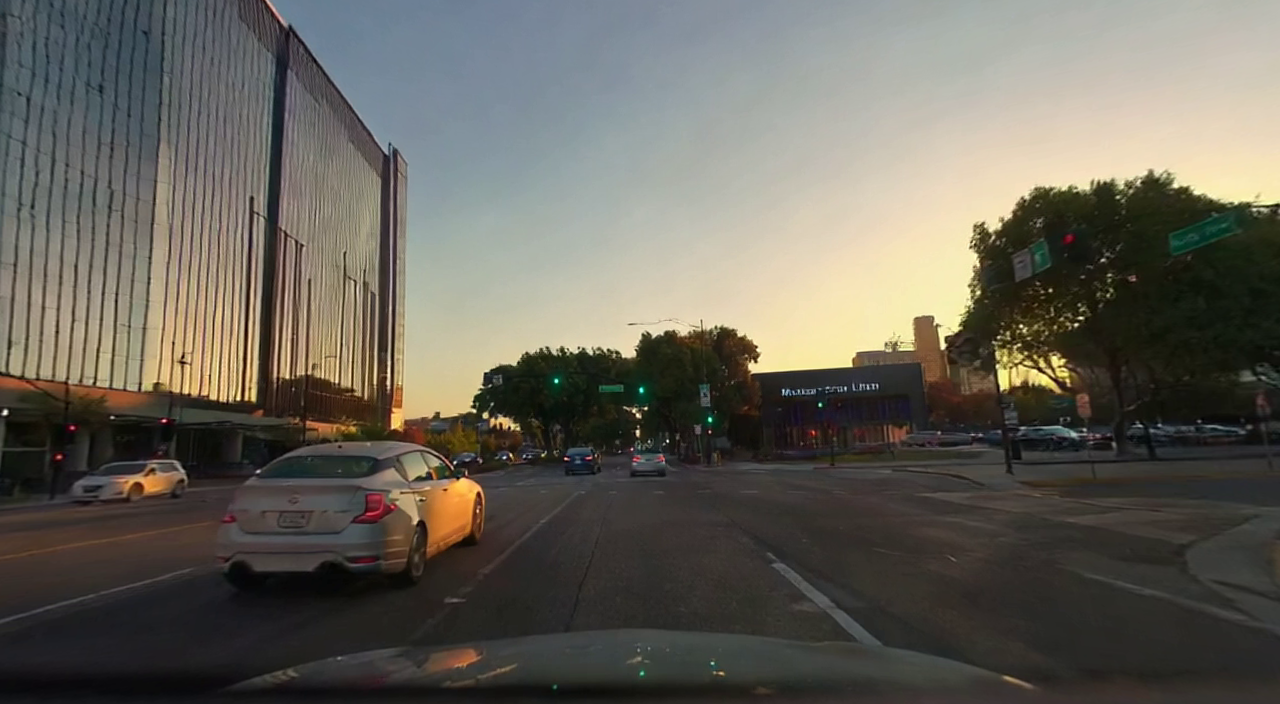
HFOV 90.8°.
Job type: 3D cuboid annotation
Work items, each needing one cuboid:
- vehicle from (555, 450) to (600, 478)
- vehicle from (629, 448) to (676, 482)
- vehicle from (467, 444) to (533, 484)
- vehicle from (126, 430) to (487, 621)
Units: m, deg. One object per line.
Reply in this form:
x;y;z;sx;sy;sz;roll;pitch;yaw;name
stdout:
-3.451;6.331;35.898;2.088;1.430;4.482;0;-8;0;vehicle
0.548;5.429;30.728;2.102;1.482;4.125;0;-8;0;vehicle
-6.873;5.527;31.652;2.224;1.821;4.711;0;-8;0;vehicle
-3.201;1.704;7.137;1.983;1.545;3.773;0;-8;0;vehicle
